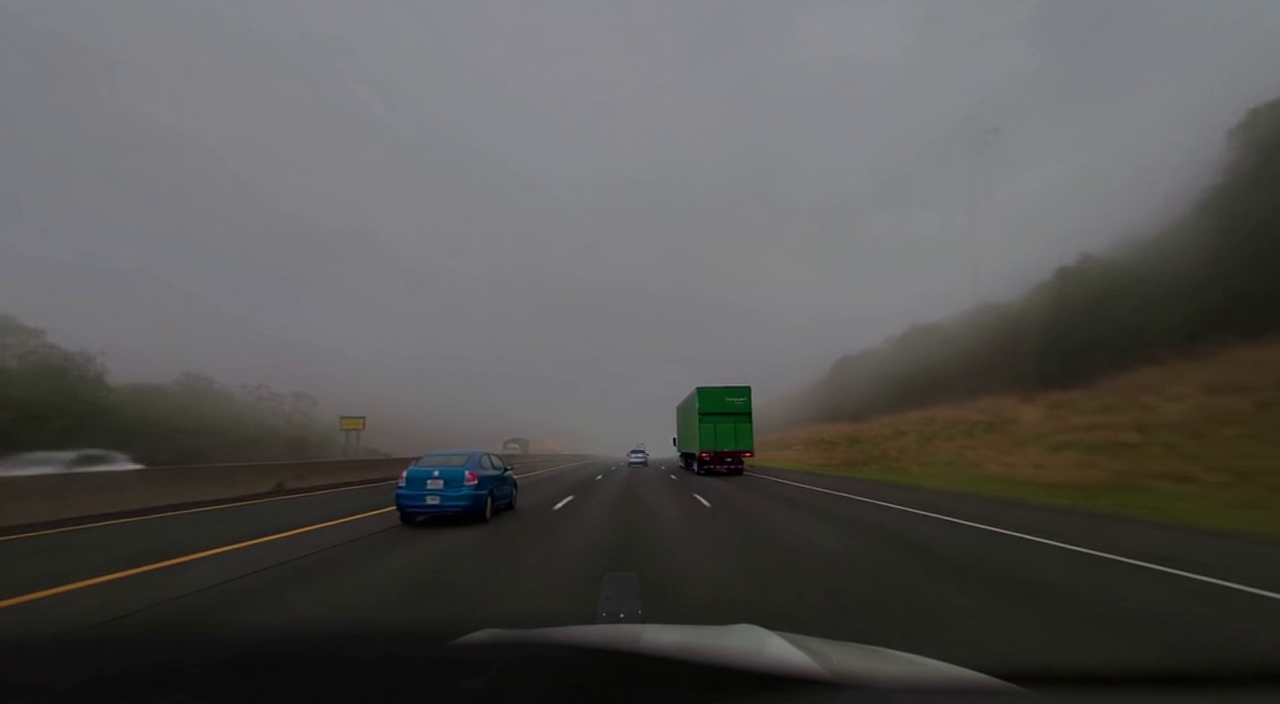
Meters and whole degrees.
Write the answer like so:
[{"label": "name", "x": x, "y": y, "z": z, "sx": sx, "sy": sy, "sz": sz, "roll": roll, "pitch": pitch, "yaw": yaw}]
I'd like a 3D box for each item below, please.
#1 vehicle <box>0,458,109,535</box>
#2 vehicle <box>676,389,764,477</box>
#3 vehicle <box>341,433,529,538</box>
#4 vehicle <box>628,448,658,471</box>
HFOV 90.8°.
[{"label": "vehicle", "x": -12.835, "y": 2.782, "z": 12.260, "sx": 1.777, "sy": 1.394, "sz": 3.724, "roll": 0, "pitch": -9, "yaw": -1}, {"label": "vehicle", "x": 4.009, "y": 4.703, "z": 35.466, "sx": 2.947, "sy": 3.989, "sz": 13.568, "roll": 0, "pitch": -9, "yaw": -1}, {"label": "vehicle", "x": -3.352, "y": 2.265, "z": 11.299, "sx": 1.952, "sy": 1.521, "sz": 4.095, "roll": 0, "pitch": -9, "yaw": 0}, {"label": "vehicle", "x": 0.166, "y": 7.099, "z": 41.951, "sx": 1.931, "sy": 1.453, "sz": 3.695, "roll": 0, "pitch": -9, "yaw": -1}]
